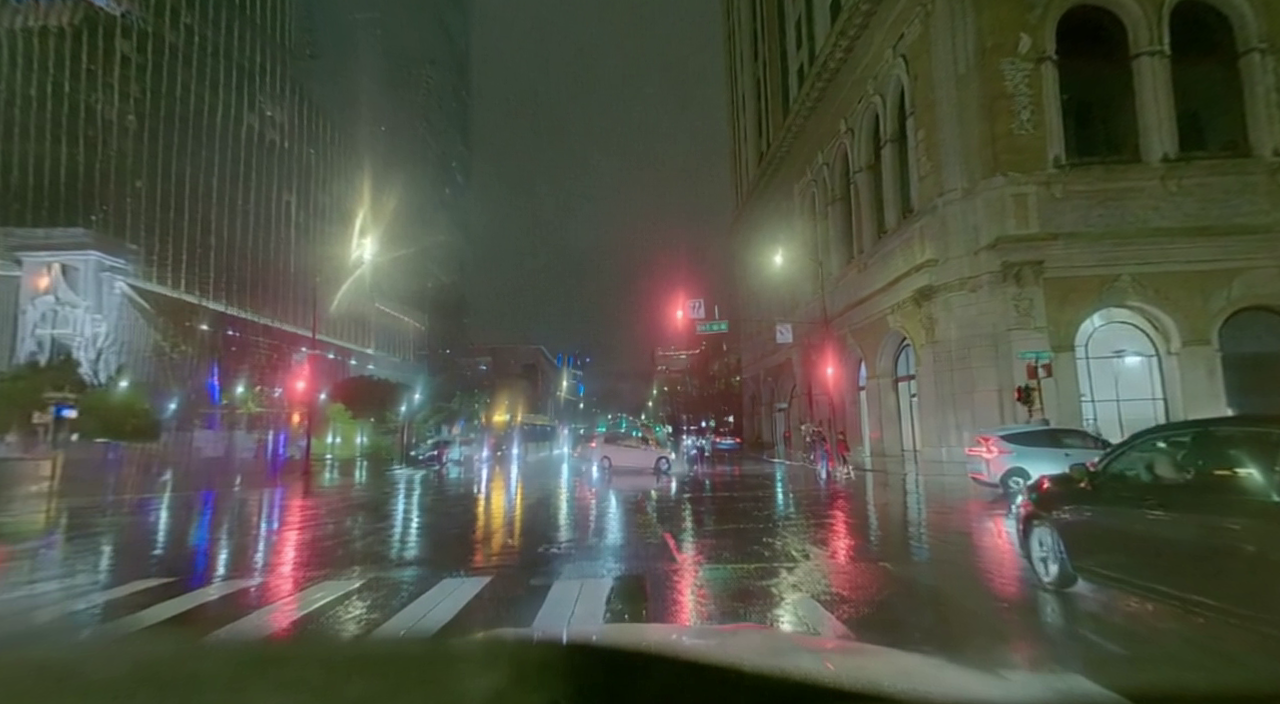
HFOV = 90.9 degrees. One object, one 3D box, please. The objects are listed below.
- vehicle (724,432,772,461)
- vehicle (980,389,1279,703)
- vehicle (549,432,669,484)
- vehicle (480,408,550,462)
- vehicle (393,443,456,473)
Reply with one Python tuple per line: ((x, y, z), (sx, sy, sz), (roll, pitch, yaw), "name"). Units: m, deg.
((6.230, 5.502, 36.824), (1.926, 1.574, 3.961), (0, -8, -2), "vehicle")
((4.121, 1.116, 4.148), (2.006, 1.495, 4.271), (-2, -8, 10), "vehicle")
((-1.246, 3.488, 21.387), (2.050, 1.465, 5.388), (2, -8, -27), "vehicle")
((-8.728, 6.058, 45.411), (2.916, 3.427, 10.189), (0, -8, 0), "vehicle")
((-11.952, 5.883, 35.272), (1.998, 1.505, 4.405), (0, -8, 0), "vehicle")
